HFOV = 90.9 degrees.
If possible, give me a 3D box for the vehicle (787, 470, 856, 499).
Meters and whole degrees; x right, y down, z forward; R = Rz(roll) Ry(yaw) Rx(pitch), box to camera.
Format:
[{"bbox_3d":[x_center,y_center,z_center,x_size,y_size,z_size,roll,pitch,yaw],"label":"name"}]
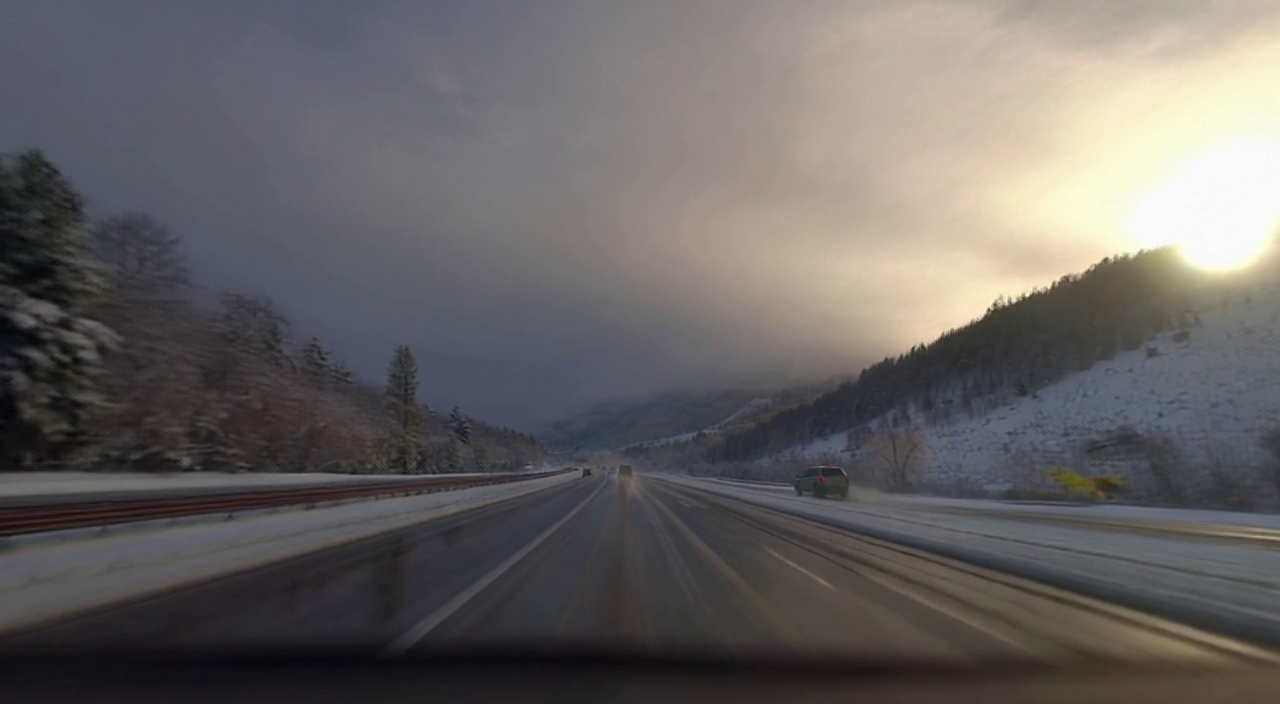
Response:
[{"bbox_3d":[11.677,8.561,40.934,2.089,1.770,4.571,4,-11,-17],"label":"vehicle"}]
